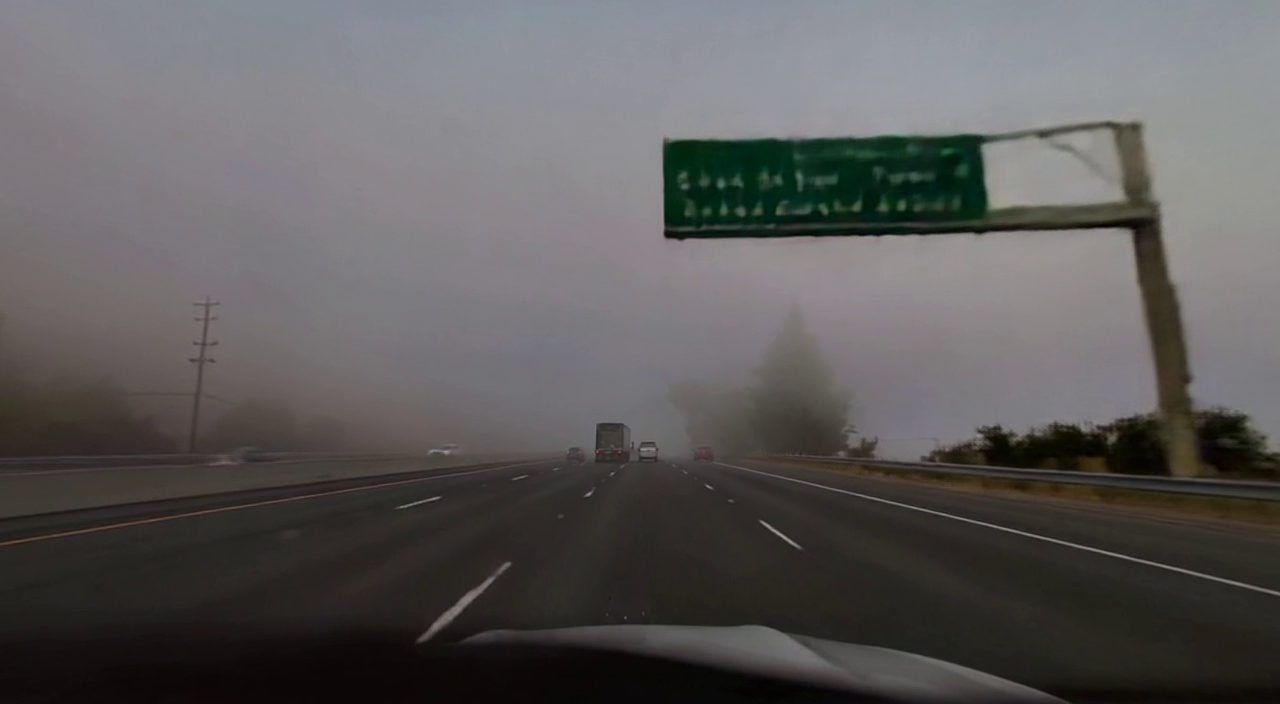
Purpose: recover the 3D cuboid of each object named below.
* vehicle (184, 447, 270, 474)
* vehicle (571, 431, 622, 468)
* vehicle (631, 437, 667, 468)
[{"bbox_3d":[-24.434,6.407,37.553,1.892,1.476,4.689,0,-8,1],"label":"vehicle"},{"bbox_3d":[-3.087,7.569,49.671,2.854,2.379,16.653,-1,-8,0],"label":"vehicle"},{"bbox_3d":[0.620,6.922,43.682,2.309,2.023,5.130,0,-8,0],"label":"vehicle"}]
